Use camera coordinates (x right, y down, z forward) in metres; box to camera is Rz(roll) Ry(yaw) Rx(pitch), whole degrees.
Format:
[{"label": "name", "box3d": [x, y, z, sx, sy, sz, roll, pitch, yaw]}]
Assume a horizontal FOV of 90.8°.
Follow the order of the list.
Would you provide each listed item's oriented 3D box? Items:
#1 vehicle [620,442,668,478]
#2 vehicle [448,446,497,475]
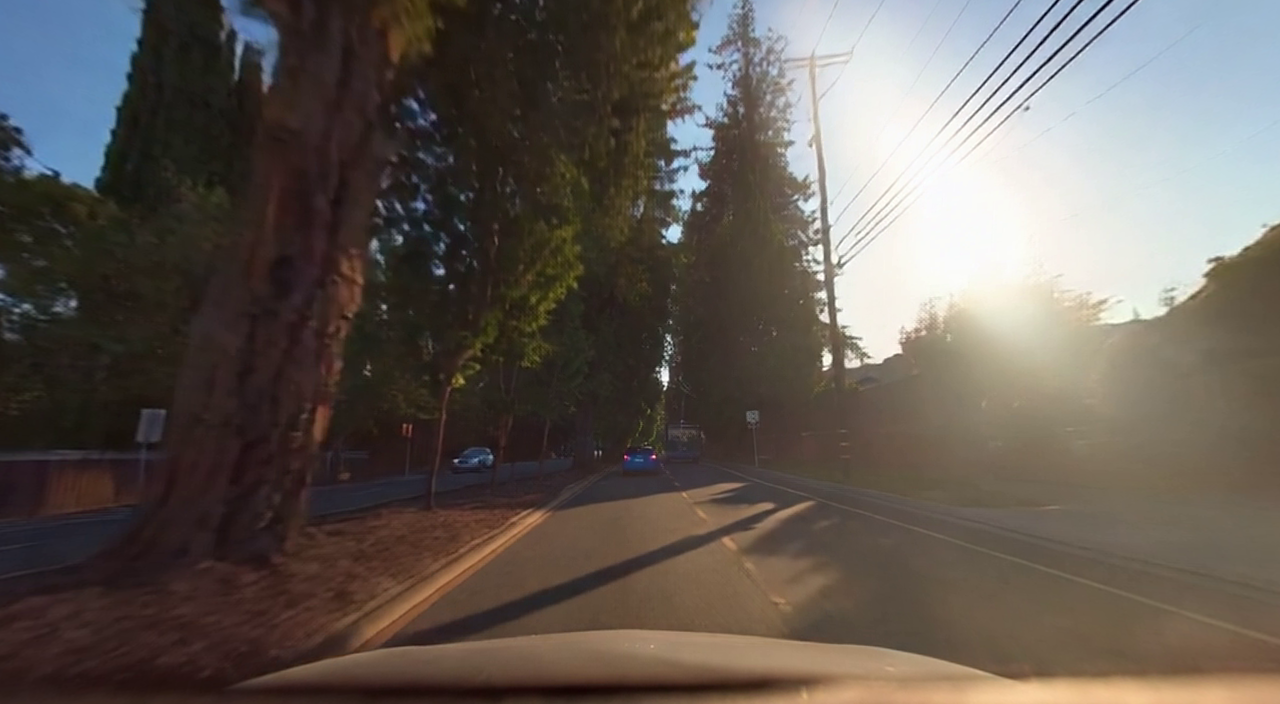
[{"label": "vehicle", "box3d": [0.187, 4.812, 28.389, 2.018, 1.511, 3.993, 0, -8, 1]}, {"label": "vehicle", "box3d": [-11.148, 7.225, 42.407, 1.951, 1.795, 4.579, 0, -9, 1]}]
